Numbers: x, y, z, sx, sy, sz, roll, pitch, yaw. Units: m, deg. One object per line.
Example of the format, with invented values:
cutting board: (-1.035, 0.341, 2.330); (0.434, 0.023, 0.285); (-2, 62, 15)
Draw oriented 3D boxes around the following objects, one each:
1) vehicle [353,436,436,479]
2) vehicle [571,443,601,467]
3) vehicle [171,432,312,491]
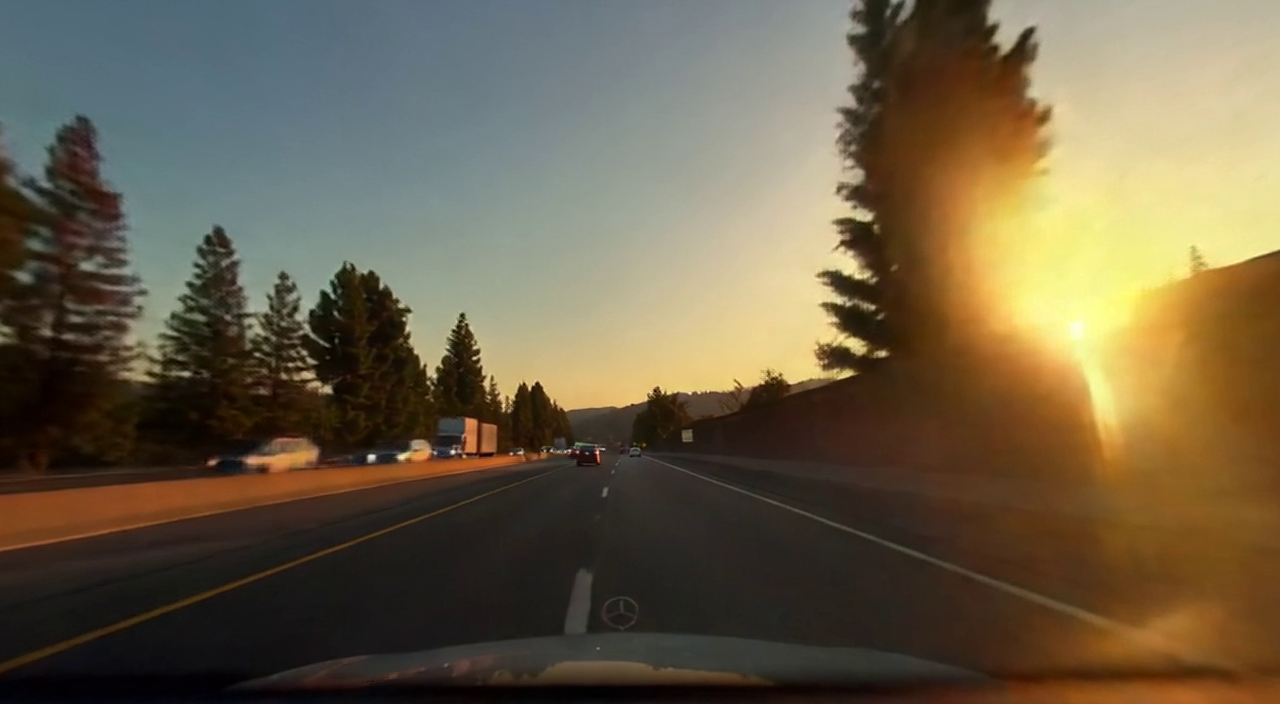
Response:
vehicle: (-11.946, 5.180, 30.911); (2.207, 1.926, 4.777); (0, -9, -2)
vehicle: (-3.959, 7.655, 46.589); (2.098, 1.692, 4.038); (0, -9, -2)
vehicle: (-15.557, 4.293, 24.930); (2.209, 2.067, 5.308); (0, -9, -2)
